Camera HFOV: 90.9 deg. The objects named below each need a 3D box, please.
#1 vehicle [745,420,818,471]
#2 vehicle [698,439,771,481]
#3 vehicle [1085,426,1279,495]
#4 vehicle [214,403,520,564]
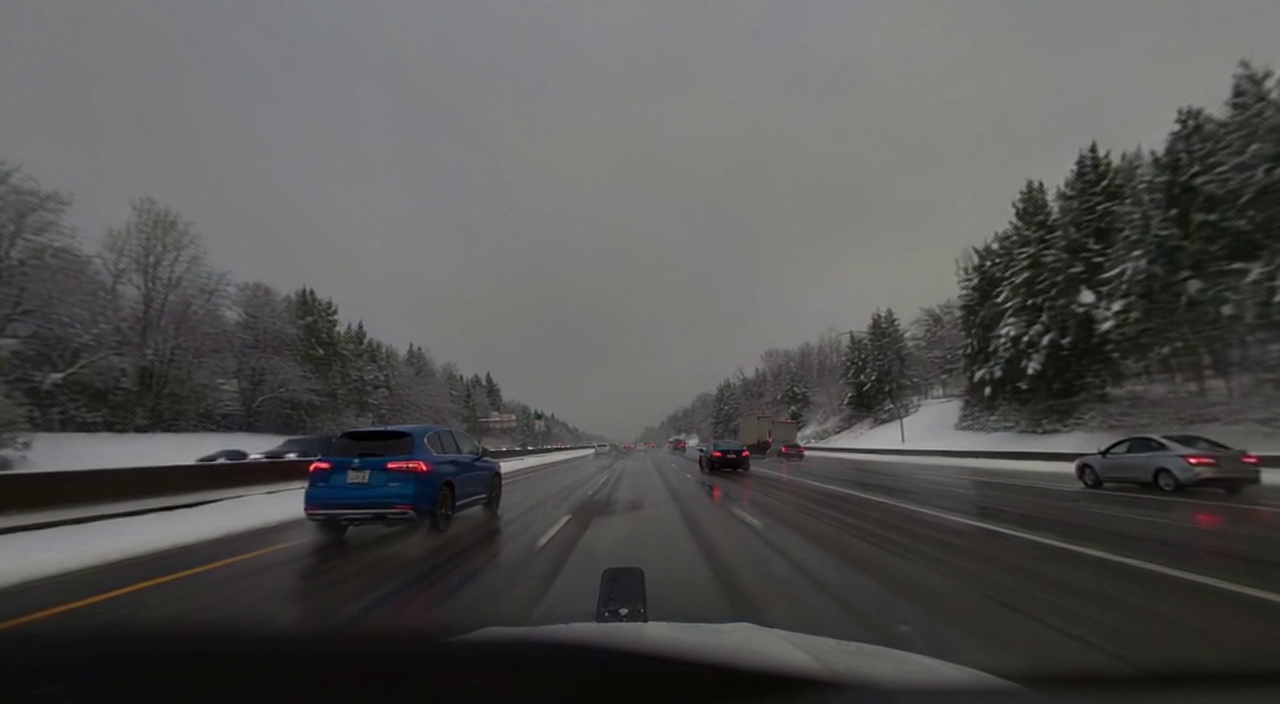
[{"bbox_3d":[7.741,5.193,35.092,2.729,2.628,4.875,0,-9,-2],"label":"vehicle"},{"bbox_3d":[3.609,4.231,24.972,2.080,1.493,4.674,0,-9,-1],"label":"vehicle"},{"bbox_3d":[18.467,3.632,21.491,2.221,1.995,5.803,0,-9,-2],"label":"vehicle"},{"bbox_3d":[-3.528,1.845,9.659,2.218,1.764,5.229,0,-9,2],"label":"vehicle"}]
